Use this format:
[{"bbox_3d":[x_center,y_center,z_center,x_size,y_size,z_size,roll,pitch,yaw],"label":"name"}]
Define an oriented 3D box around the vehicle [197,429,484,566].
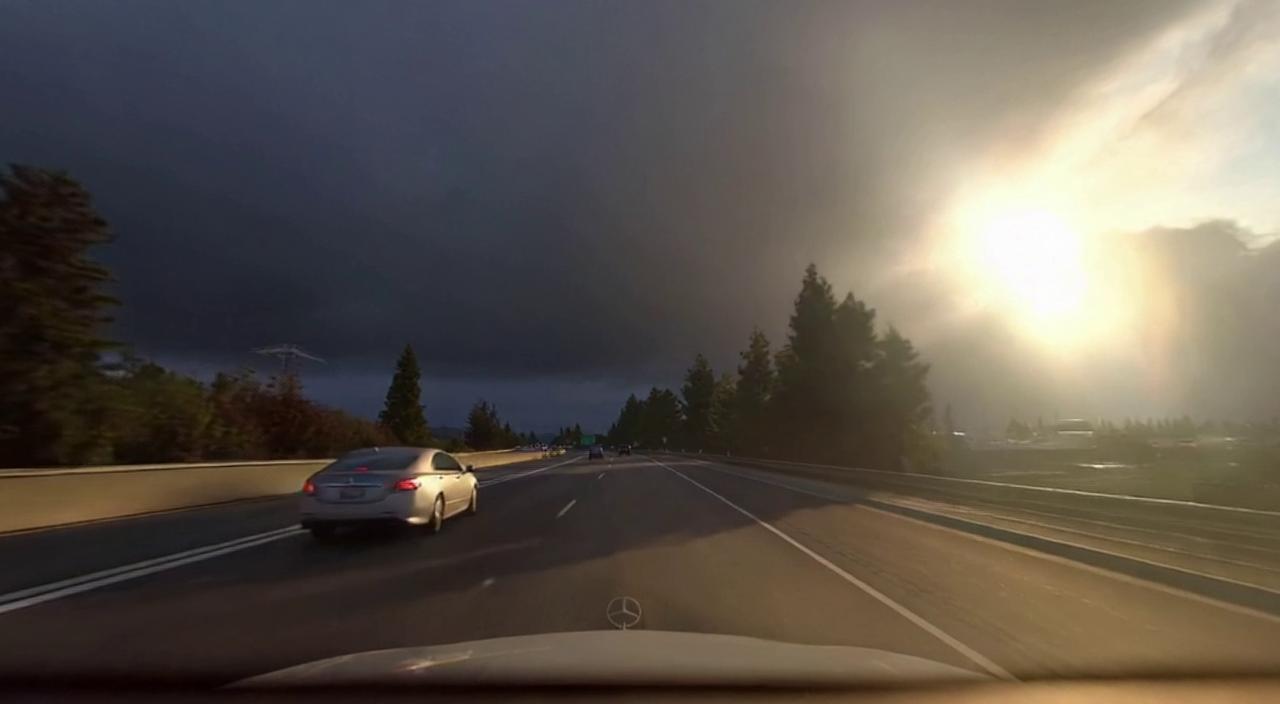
[{"bbox_3d":[-3.949,1.994,9.434,2.017,1.522,4.569,0,-9,0],"label":"vehicle"}]
